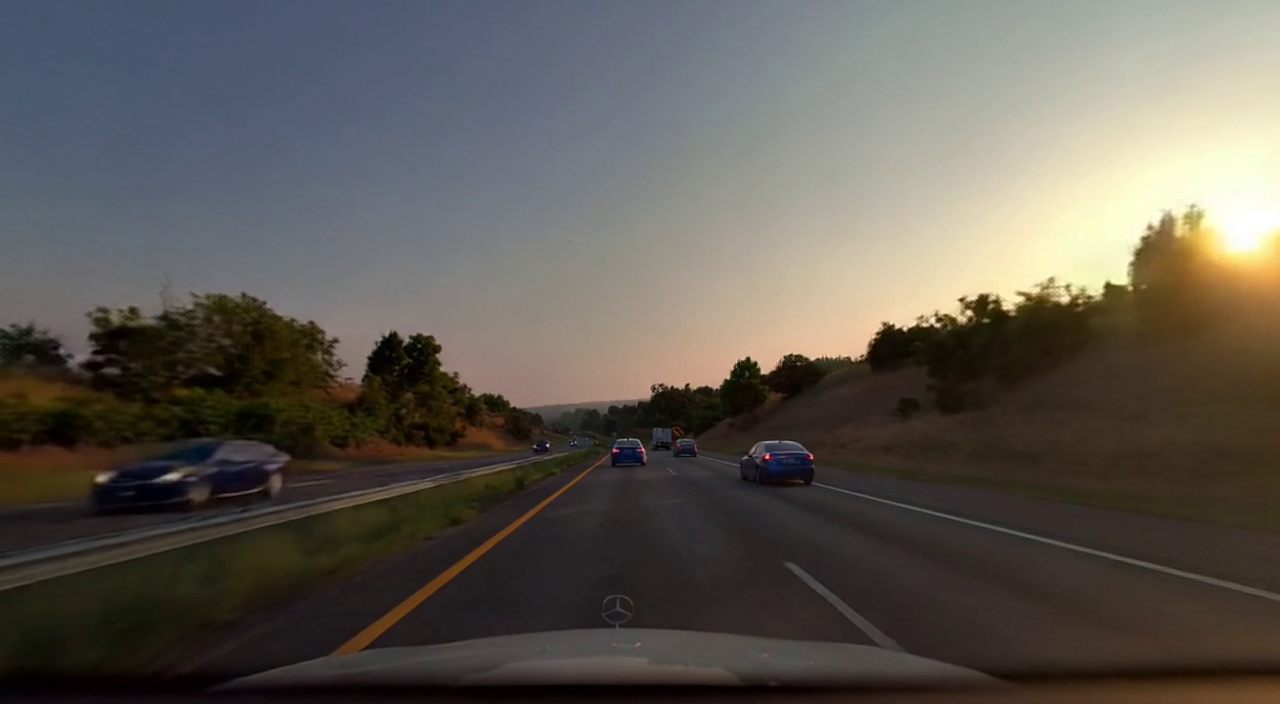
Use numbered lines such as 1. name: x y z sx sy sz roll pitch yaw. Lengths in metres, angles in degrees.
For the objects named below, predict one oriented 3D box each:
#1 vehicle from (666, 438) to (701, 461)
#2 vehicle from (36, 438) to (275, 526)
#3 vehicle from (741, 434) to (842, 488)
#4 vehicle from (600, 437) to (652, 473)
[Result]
1. vehicle: 2.988 6.801 44.236 2.004 1.469 4.472 0 -8 -2
2. vehicle: -9.329 2.468 12.615 1.855 1.458 3.717 0 -8 -1
3. vehicle: 4.644 3.376 20.010 2.066 1.526 4.216 0 -8 -1
4. vehicle: -0.594 4.517 27.945 2.143 1.466 3.693 0 -8 -1
